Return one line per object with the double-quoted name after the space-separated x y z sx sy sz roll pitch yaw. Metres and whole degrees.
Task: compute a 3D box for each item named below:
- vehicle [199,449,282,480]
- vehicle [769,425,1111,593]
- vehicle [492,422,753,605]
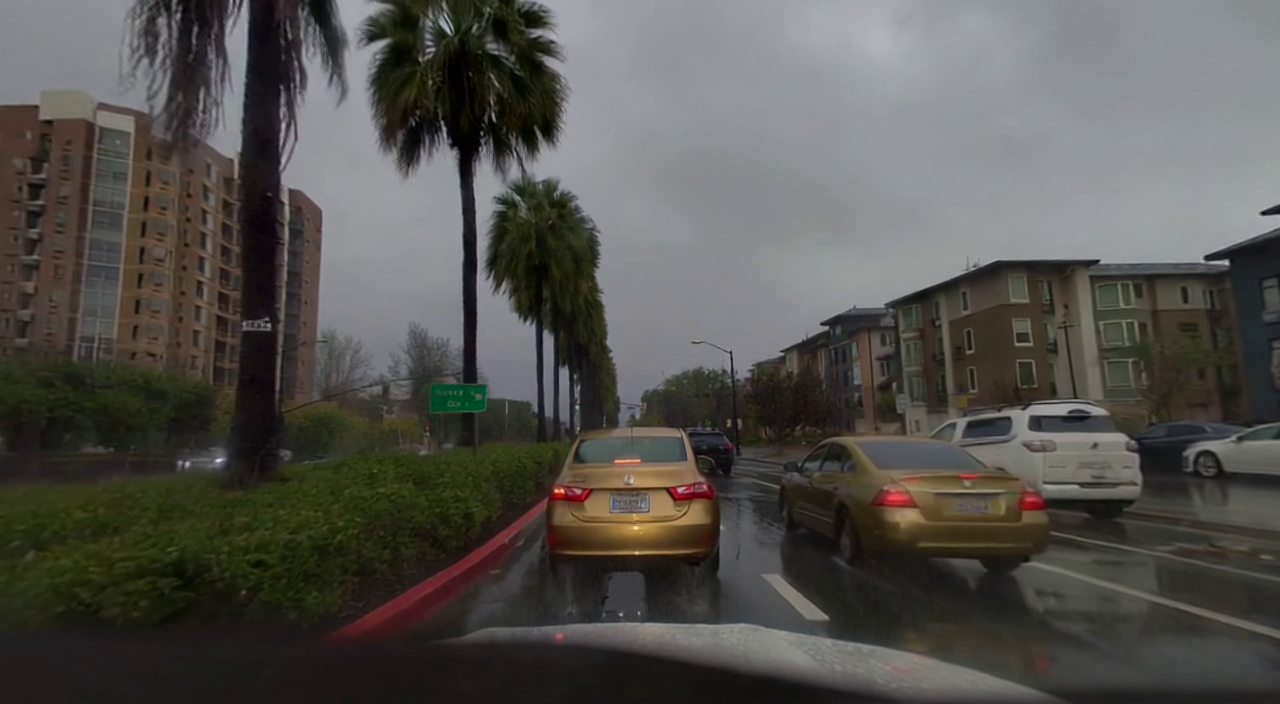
-20.496 5.766 32.640 1.764 1.510 3.827 0 -8 0 "vehicle"
3.123 1.715 7.859 1.925 1.451 4.436 0 -8 -2 "vehicle"
-0.158 1.641 7.289 2.158 1.498 3.919 0 -8 0 "vehicle"
